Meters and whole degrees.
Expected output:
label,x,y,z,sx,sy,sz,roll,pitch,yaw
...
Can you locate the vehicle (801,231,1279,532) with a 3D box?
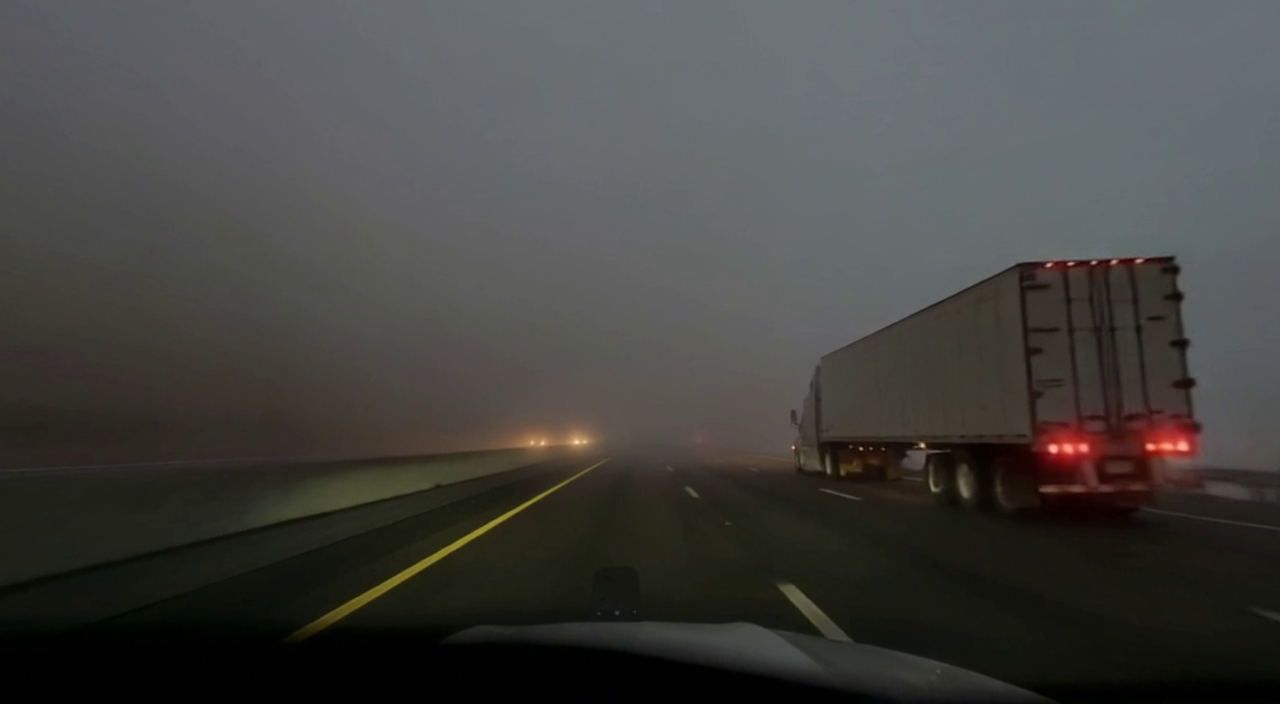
label,x,y,z,sx,sy,sz,roll,pitch,yaw
vehicle,7.252,1.315,15.446,2.885,4.075,13.981,0,-8,0
